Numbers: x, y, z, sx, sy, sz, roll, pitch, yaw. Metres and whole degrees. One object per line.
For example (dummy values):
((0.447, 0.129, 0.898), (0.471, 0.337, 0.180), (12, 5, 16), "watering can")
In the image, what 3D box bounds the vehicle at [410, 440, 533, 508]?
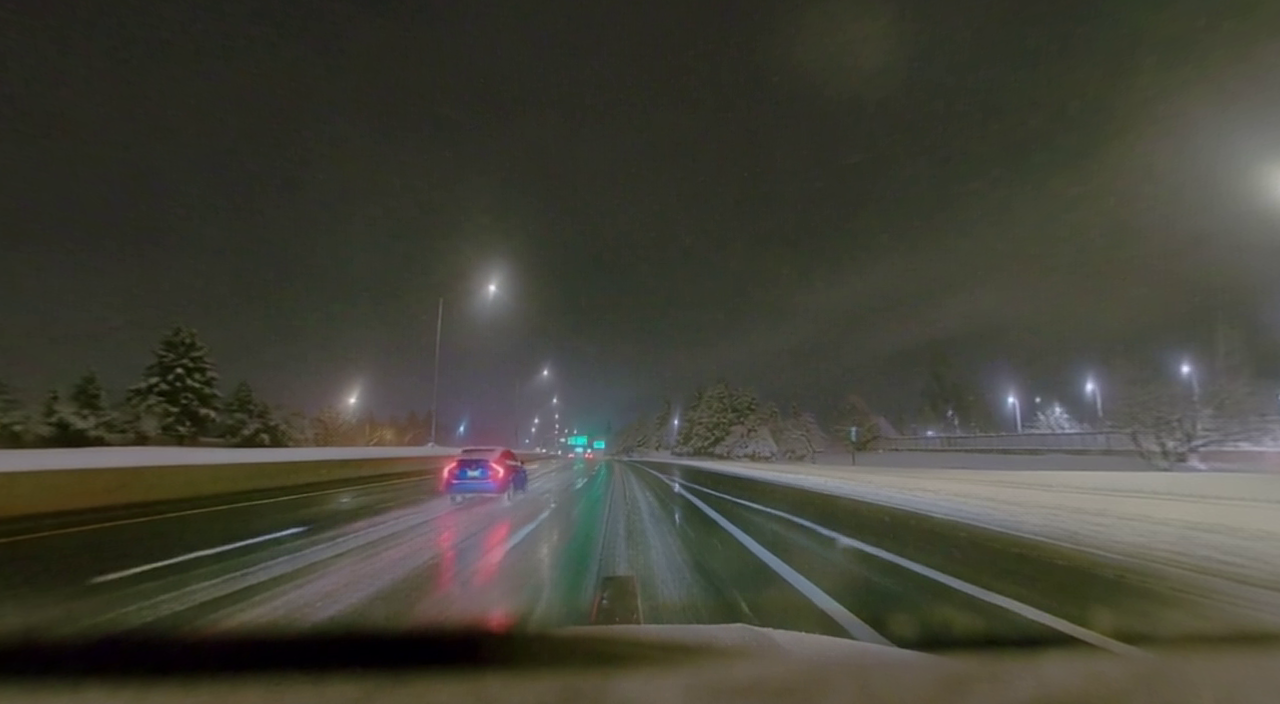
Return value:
((-4.164, 3.078, 16.416), (2.050, 1.507, 4.316), (0, -9, -1), "vehicle")
